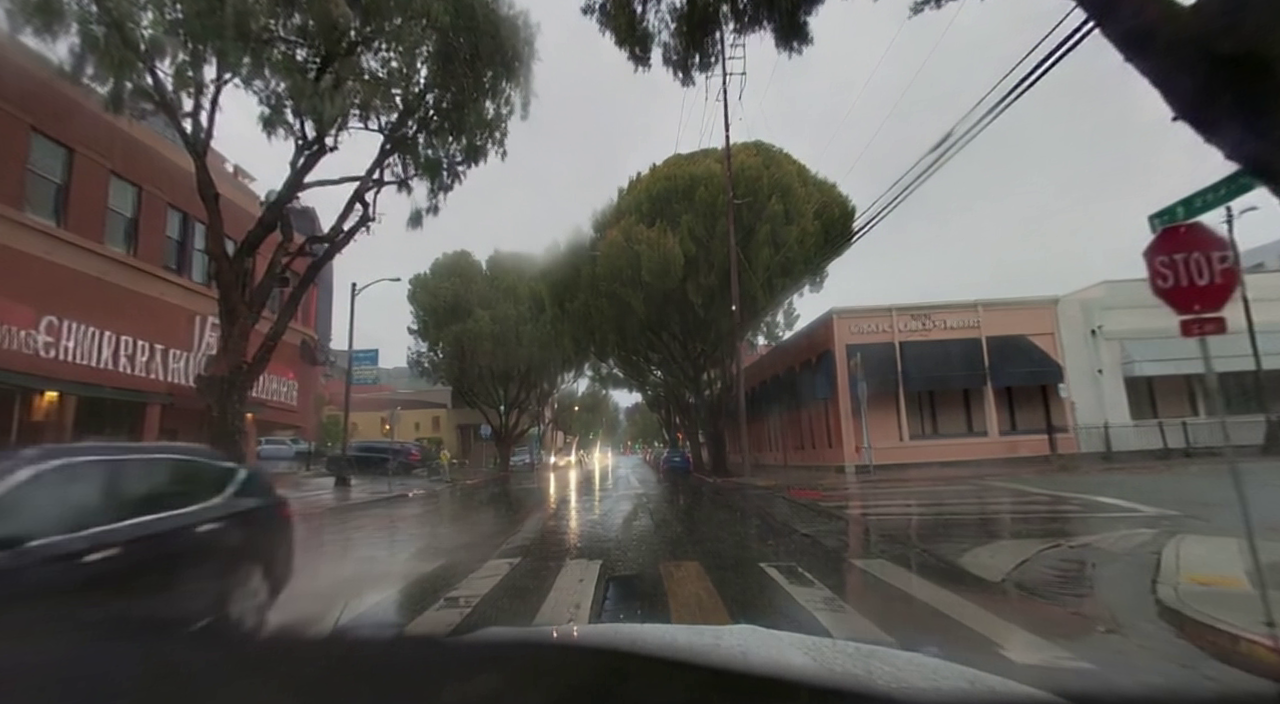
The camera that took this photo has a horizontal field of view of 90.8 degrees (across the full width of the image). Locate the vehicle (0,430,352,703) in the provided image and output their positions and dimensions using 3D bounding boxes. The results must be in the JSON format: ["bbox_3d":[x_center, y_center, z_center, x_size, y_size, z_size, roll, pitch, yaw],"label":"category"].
[{"bbox_3d":[-3.908,1.291,3.958,2.140,1.512,4.536,0,-8,-1],"label":"vehicle"}]

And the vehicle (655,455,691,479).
[{"bbox_3d":[2.102,7.384,40.781,1.877,1.373,3.854,0,-9,-4],"label":"vehicle"}]

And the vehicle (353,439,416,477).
[{"bbox_3d":[-19.486,8.058,48.561,2.256,2.668,5.979,0,-7,0],"label":"vehicle"}]

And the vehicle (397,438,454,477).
[{"bbox_3d":[-16.558,8.181,49.118,2.715,2.789,6.225,0,-9,-5],"label":"vehicle"}]

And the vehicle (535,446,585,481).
[{"bbox_3d":[-4.843,6.792,38.897,2.495,1.966,4.846,0,-9,-1],"label":"vehicle"}]
